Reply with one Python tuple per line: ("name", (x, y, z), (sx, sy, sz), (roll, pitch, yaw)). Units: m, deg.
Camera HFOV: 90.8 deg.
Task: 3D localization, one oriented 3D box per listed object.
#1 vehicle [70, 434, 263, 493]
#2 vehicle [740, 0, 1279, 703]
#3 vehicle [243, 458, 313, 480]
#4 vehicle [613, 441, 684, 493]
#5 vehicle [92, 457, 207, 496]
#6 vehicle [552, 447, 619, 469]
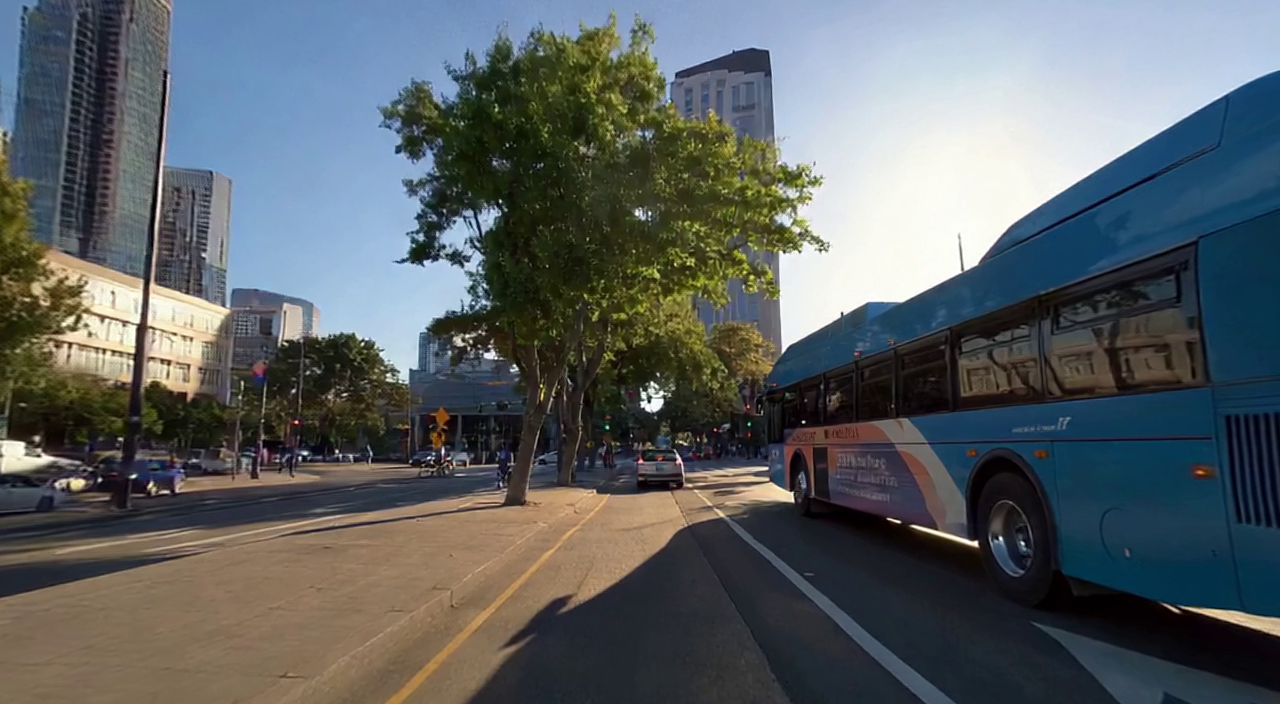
("vehicle", (-29.251, 6.897, 39.627), (9.150, 3.310, 2.988), (6, -12, -37))
("vehicle", (3.423, 0.117, 4.102), (3.250, 3.731, 13.693), (0, -8, 0))
("vehicle", (-27.563, 8.889, 48.184), (4.483, 1.461, 1.773), (5, -10, -29))
("vehicle", (0.310, 3.801, 21.184), (2.123, 1.544, 4.158), (0, -8, 1))
("vehicle", (-26.014, 6.545, 33.600), (4.570, 1.858, 1.942), (7, -11, -40))
("vehicle", (-3.776, 7.338, 43.879), (4.417, 1.490, 1.816), (-5, -10, 31))
